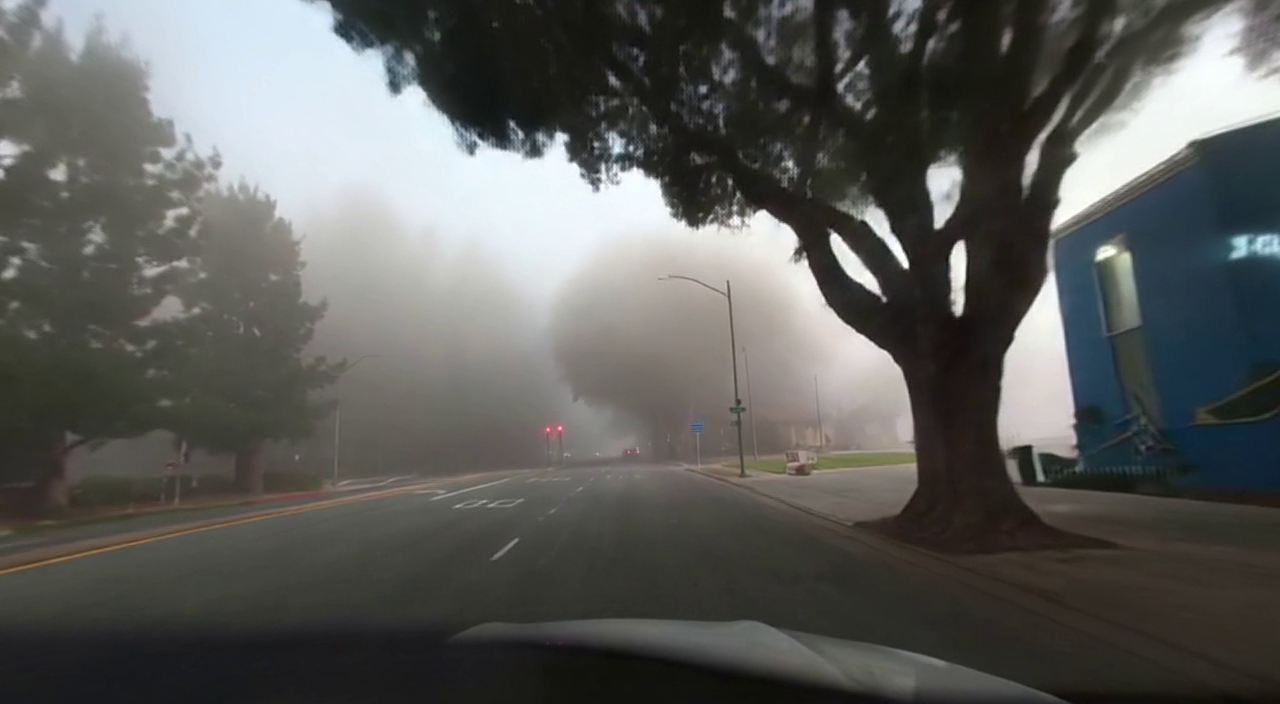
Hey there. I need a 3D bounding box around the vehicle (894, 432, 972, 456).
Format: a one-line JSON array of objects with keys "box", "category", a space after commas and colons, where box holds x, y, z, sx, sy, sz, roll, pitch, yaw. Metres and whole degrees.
[{"box": [22.868, 7.218, 49.399, 4.902, 1.519, 2.182, -4, -9, 0], "category": "vehicle"}]
